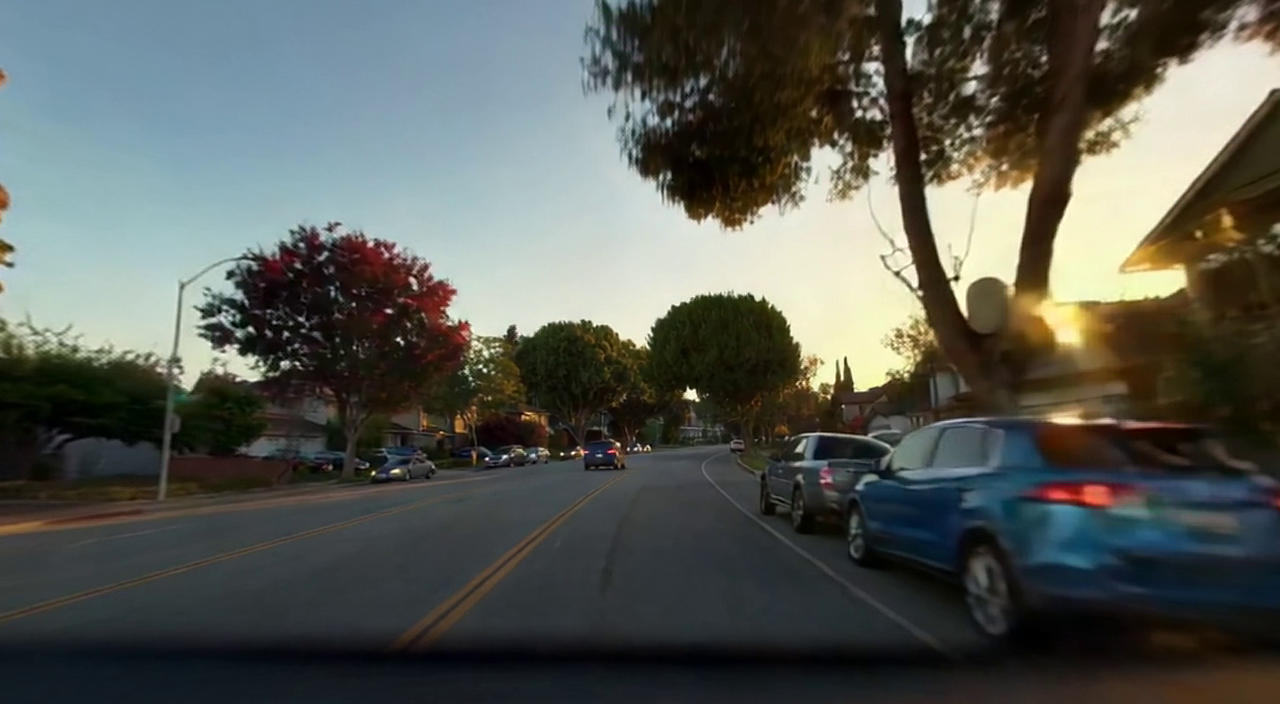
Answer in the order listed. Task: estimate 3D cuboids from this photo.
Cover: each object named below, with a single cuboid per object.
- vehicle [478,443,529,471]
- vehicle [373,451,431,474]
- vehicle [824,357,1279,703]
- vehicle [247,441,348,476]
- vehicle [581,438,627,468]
[{"bbox_3d":[-10.690,8.242,49.865,2.157,1.882,5.479,-5,-9,7],"label":"vehicle"},{"bbox_3d":[-16.055,7.468,42.893,1.872,1.396,4.150,-1,-8,8],"label":"vehicle"},{"bbox_3d":[3.406,1.298,5.455,2.147,1.725,4.927,3,-8,0],"label":"vehicle"},{"bbox_3d":[-19.429,6.060,35.926,4.628,1.808,1.899,0,-12,7],"label":"vehicle"},{"bbox_3d":[-2.176,6.230,39.309,2.135,1.731,4.232,-1,-8,7],"label":"vehicle"}]
